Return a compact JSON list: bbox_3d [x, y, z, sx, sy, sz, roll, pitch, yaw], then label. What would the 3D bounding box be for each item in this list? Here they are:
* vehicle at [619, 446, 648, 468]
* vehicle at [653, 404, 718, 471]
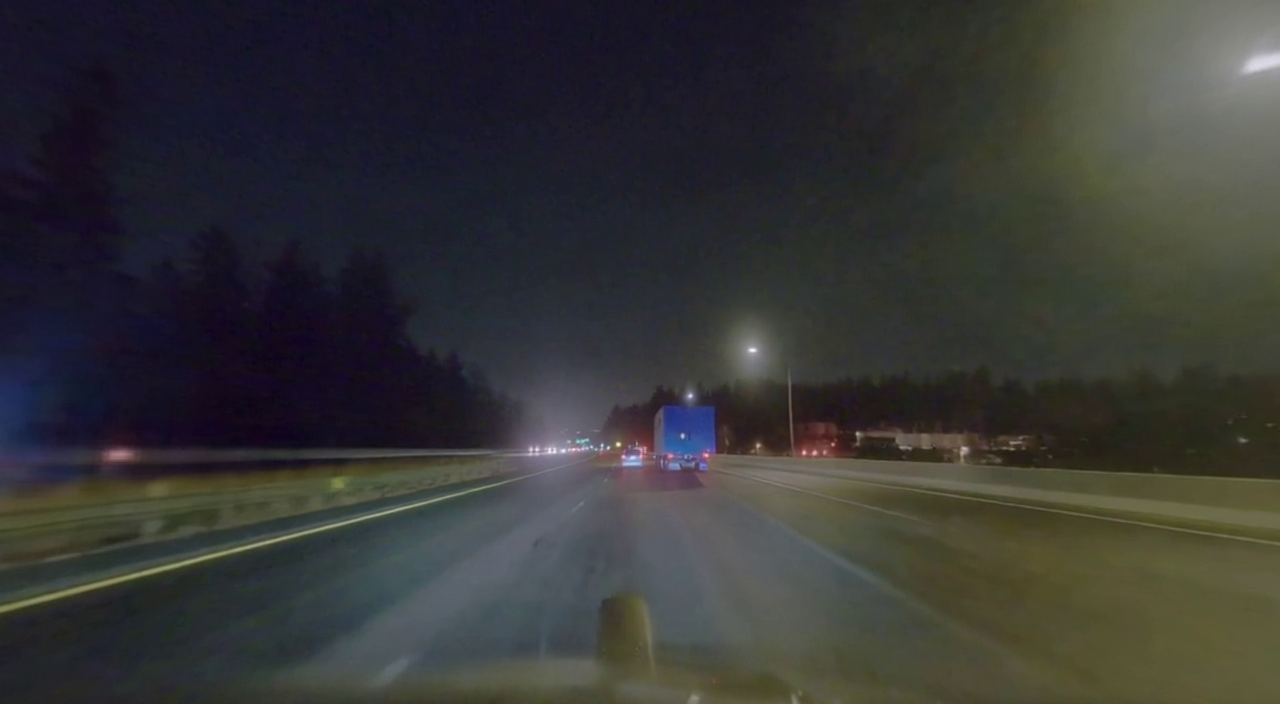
[{"bbox_3d":[-0.481,7.247,43.719,1.898,1.438,4.053,0,-9,-1],"label":"vehicle"},{"bbox_3d":[3.012,6.661,47.946,3.462,4.177,16.311,0,-9,-1],"label":"vehicle"}]
